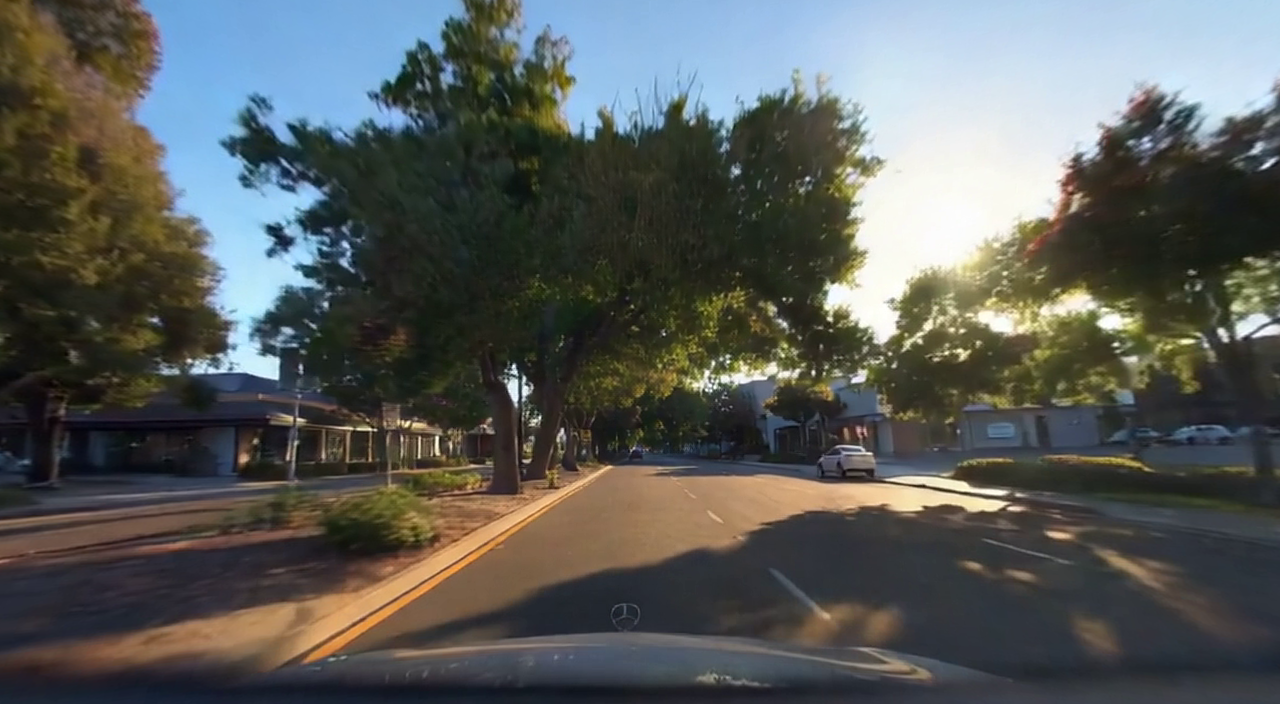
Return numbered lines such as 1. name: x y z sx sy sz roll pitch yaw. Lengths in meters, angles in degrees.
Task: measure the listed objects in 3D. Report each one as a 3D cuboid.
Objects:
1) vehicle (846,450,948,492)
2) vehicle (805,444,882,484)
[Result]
1. vehicle: 9.918 4.617 24.833 1.885 1.461 4.751 0 -9 -2
2. vehicle: 9.769 5.395 30.723 2.159 1.767 4.617 0 -9 0
